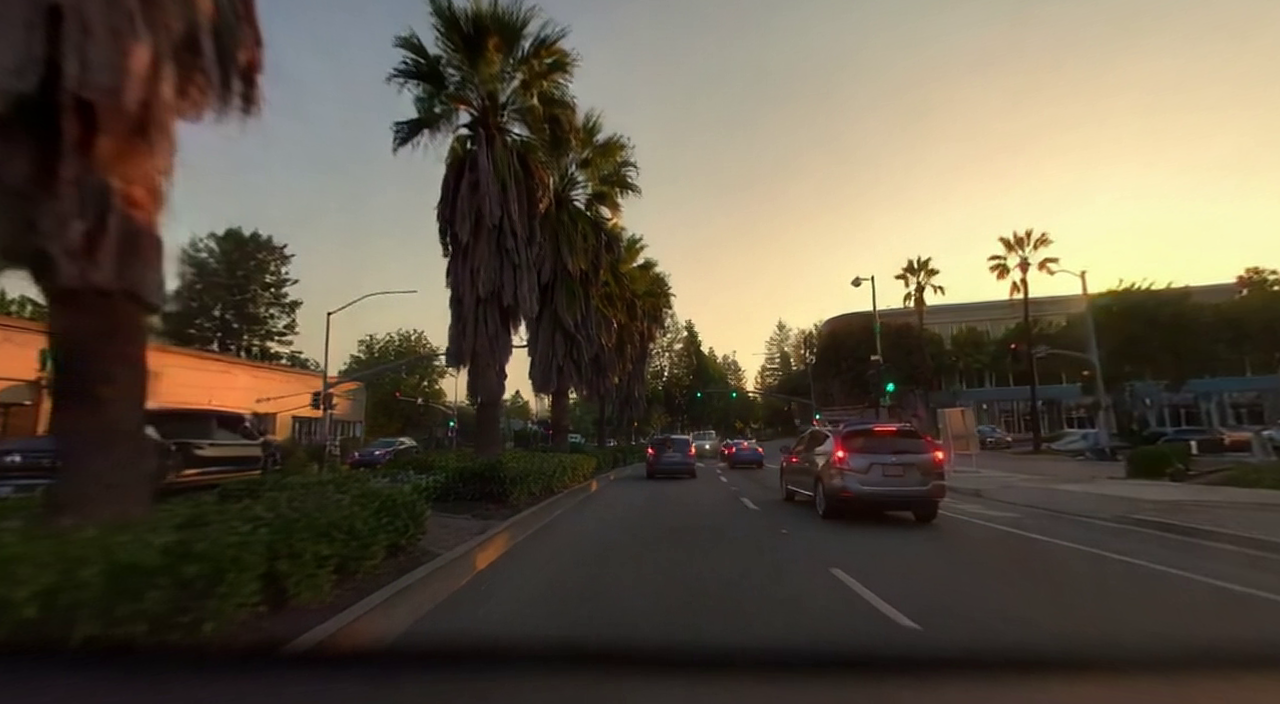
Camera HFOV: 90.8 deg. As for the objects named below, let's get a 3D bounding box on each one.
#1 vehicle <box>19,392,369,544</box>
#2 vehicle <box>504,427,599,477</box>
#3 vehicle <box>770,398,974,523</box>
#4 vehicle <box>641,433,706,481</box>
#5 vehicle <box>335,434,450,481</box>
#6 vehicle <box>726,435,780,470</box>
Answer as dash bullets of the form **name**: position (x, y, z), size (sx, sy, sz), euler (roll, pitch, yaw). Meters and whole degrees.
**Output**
- **vehicle**: position (-6.600, 1.788, 10.278), size (2.127, 1.888, 4.637), euler (-1, -8, 2)
- **vehicle**: position (-3.293, 3.874, 24.716), size (2.088, 1.746, 4.650), euler (-2, -9, 14)
- **vehicle**: position (4.153, 2.071, 12.506), size (2.267, 1.931, 5.145), euler (-1, -8, 3)
- **vehicle**: position (1.185, 3.603, 21.940), size (2.057, 1.492, 3.825), euler (-1, -8, 4)
- **vehicle**: position (-8.625, 3.719, 22.528), size (2.017, 1.472, 4.418), euler (-1, -8, 5)
- **vehicle**: position (5.181, 4.675, 29.552), size (2.149, 1.532, 4.168), euler (-1, -8, 5)
